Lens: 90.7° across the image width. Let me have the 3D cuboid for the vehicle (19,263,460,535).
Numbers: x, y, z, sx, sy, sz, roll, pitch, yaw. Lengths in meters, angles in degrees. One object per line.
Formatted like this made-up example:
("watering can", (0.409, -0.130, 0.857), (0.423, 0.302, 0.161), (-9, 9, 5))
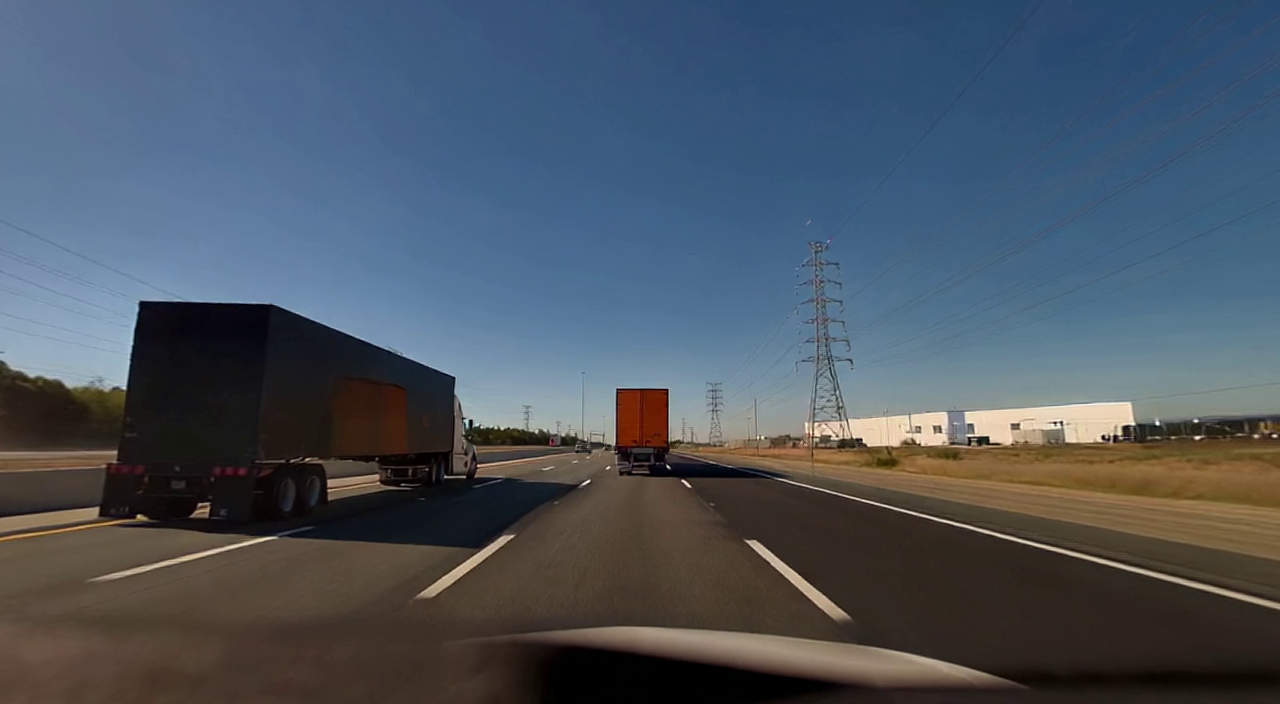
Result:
("vehicle", (-7.367, 1.446, 14.811), (2.937, 3.981, 11.119), (-1, -9, 0))

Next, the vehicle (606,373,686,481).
("vehicle", (0.140, 3.446, 27.856), (2.858, 3.847, 10.034), (0, -9, -1))
